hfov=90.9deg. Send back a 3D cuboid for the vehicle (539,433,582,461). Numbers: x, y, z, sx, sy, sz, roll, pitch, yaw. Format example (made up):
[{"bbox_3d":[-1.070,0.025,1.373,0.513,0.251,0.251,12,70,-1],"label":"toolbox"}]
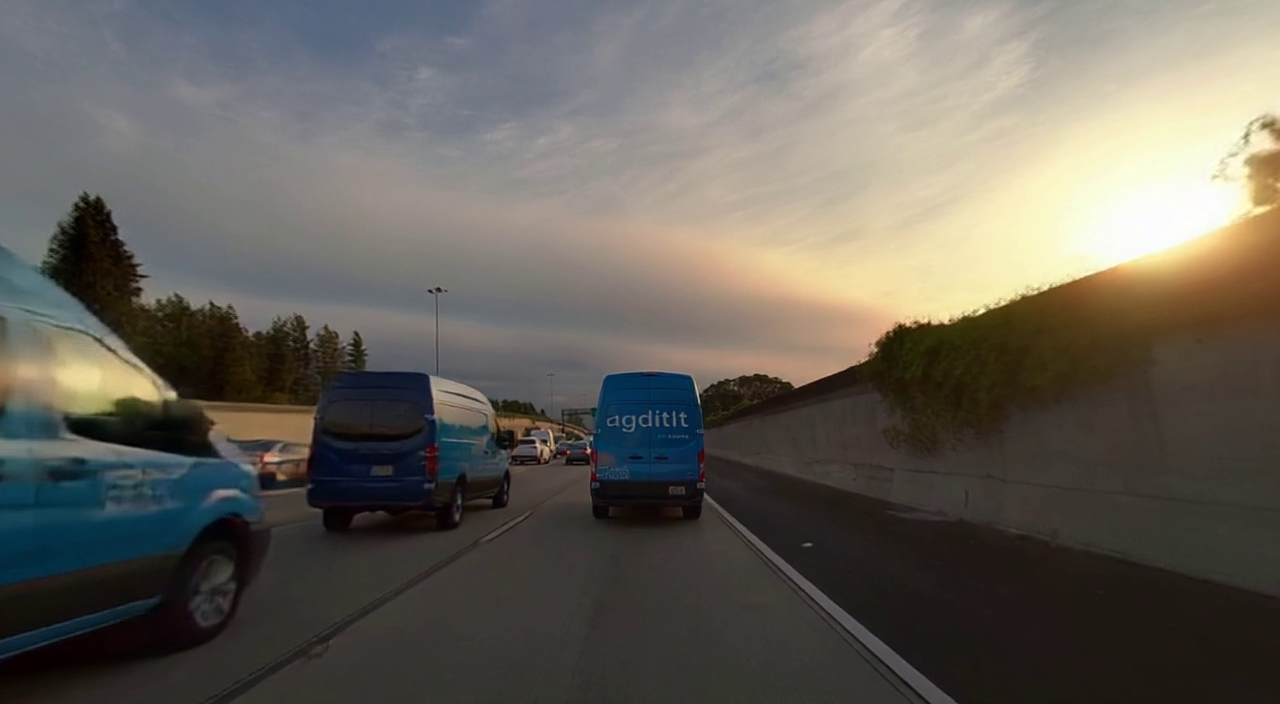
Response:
[{"bbox_3d":[-5.969,7.262,48.194,2.302,2.007,5.490,-1,-8,3],"label":"vehicle"}]

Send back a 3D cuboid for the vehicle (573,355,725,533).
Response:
[{"bbox_3d":[0.114,1.871,12.981,2.316,2.738,6.398,0,-9,0],"label":"vehicle"}]

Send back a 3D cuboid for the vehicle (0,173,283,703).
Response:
[{"bbox_3d":[-3.818,0.424,1.658,2.729,2.439,5.418,0,-8,-3],"label":"vehicle"}]
